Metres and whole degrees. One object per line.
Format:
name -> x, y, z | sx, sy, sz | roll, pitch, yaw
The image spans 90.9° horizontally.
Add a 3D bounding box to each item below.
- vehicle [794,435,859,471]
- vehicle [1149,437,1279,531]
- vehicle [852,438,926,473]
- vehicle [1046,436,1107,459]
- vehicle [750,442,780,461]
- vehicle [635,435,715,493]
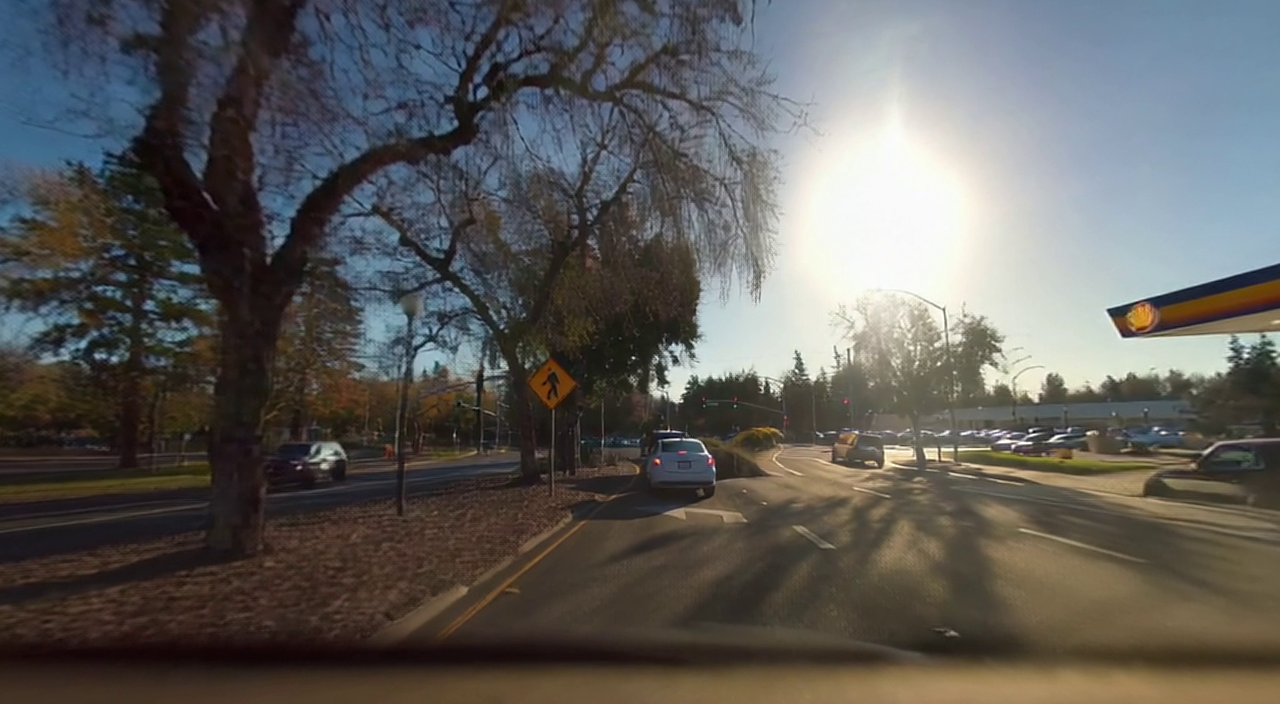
vehicle -> 9.446, 5.170, 32.340 | 1.991, 1.695, 4.357 | 0, -9, 0
vehicle -> 11.051, 2.120, 10.225 | 1.880, 1.472, 4.694 | -1, -9, 3
vehicle -> 12.142, 5.097, 31.109 | 1.976, 1.584, 4.516 | 0, -9, 3
vehicle -> 31.318, 6.890, 45.329 | 1.914, 1.563, 3.672 | -1, -9, 5
vehicle -> 9.726, 7.758, 49.329 | 1.716, 1.400, 3.921 | 0, -9, 2
vehicle -> 0.973, 3.189, 18.234 | 2.032, 1.461, 4.173 | 0, -9, 2
